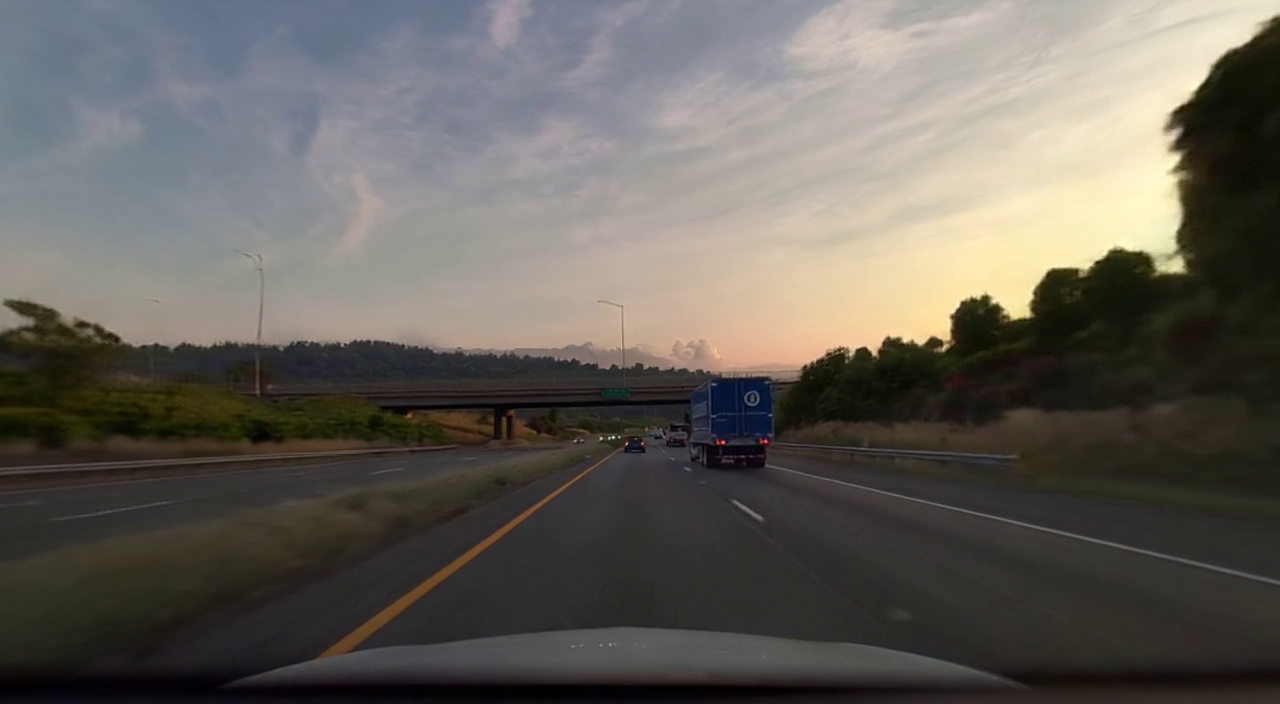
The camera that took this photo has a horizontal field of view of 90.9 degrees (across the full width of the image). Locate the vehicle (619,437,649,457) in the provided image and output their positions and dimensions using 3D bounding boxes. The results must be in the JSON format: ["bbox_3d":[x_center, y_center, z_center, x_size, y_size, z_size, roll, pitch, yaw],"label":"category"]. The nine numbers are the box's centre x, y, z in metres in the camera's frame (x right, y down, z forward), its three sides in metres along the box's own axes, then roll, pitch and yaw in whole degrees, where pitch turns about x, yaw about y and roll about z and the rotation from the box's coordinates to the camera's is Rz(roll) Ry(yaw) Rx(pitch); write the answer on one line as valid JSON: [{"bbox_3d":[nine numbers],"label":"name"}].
[{"bbox_3d":[-0.414,6.627,44.378,1.996,1.325,4.029,0,-8,0],"label":"vehicle"}]

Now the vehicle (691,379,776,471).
[{"bbox_3d":[3.702,2.982,25.647,2.913,3.491,2.811,0,-8,-1],"label":"vehicle"}]
